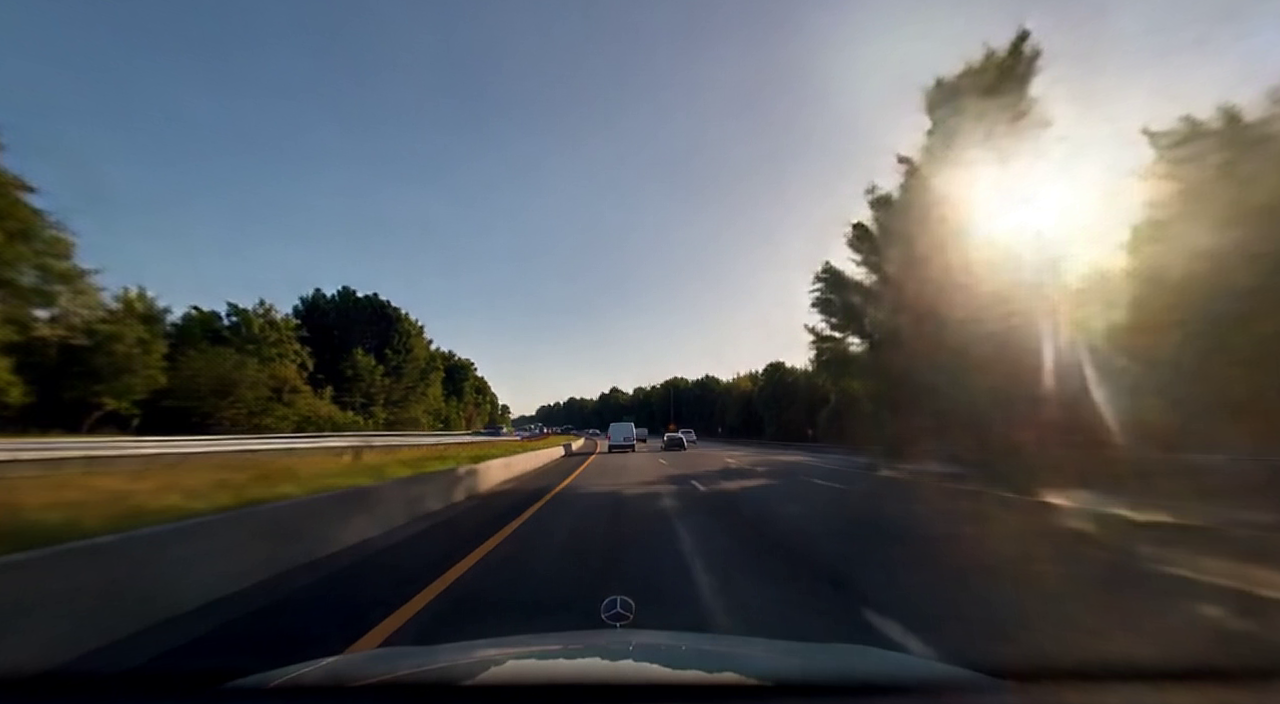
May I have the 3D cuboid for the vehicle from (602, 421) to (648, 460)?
[{"bbox_3d":[-0.862,4.888,35.036,2.403,1.994,4.683,0,-8,-2],"label":"vehicle"}]

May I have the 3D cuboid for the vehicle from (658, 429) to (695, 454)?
[{"bbox_3d":[2.397,6.032,42.399,1.996,1.589,3.715,0,-8,-4],"label":"vehicle"}]
